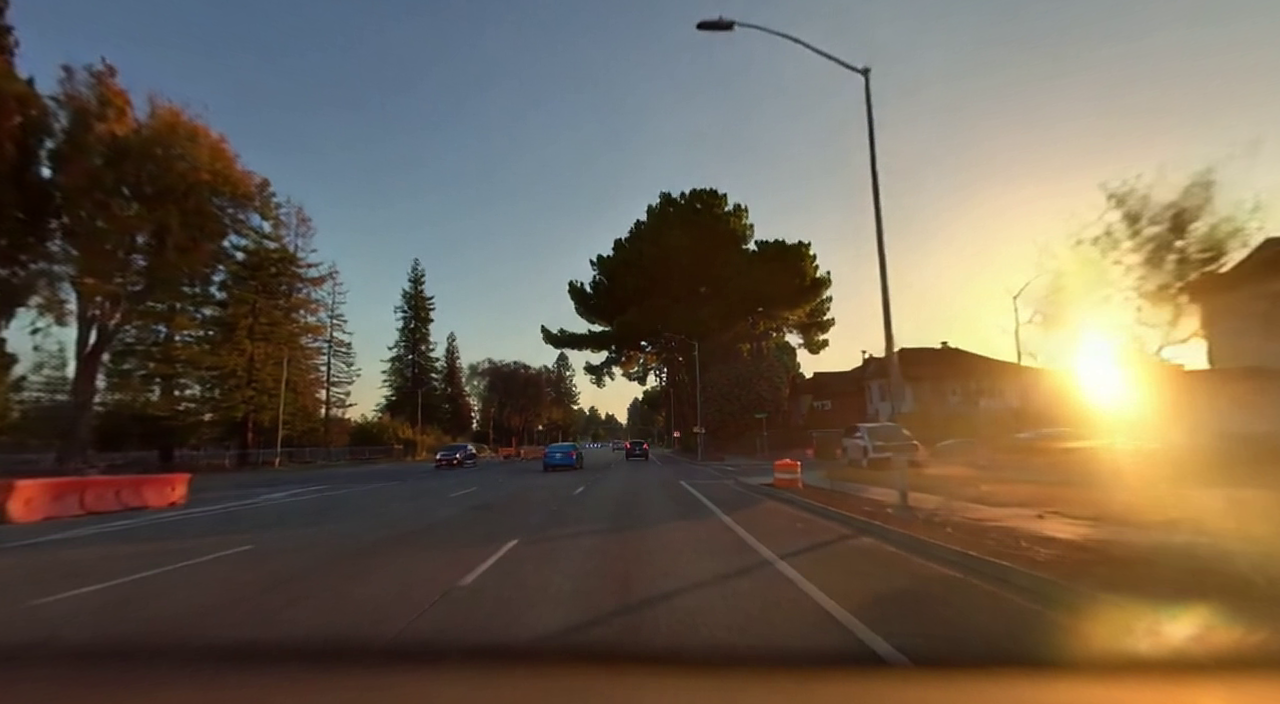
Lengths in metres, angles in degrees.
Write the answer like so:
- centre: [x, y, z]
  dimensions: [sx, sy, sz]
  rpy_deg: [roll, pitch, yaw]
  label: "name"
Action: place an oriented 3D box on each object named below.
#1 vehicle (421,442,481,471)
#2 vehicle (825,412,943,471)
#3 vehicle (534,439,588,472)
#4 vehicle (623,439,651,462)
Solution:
- centre: [-10.671, 5.939, 35.999]
  dimensions: [2.009, 1.541, 4.753]
  rpy_deg: [0, -8, -1]
  label: "vehicle"
- centre: [9.097, 3.449, 24.213]
  dimensions: [2.352, 1.991, 5.862]
  rpy_deg: [0, -8, 2]
  label: "vehicle"
- centre: [-4.203, 5.595, 34.345]
  dimensions: [2.198, 1.663, 4.519]
  rpy_deg: [-1, -8, 2]
  label: "vehicle"
- centre: [-0.263, 7.706, 49.501]
  dimensions: [2.135, 1.711, 4.124]
  rpy_deg: [0, -8, 0]
  label: "vehicle"
